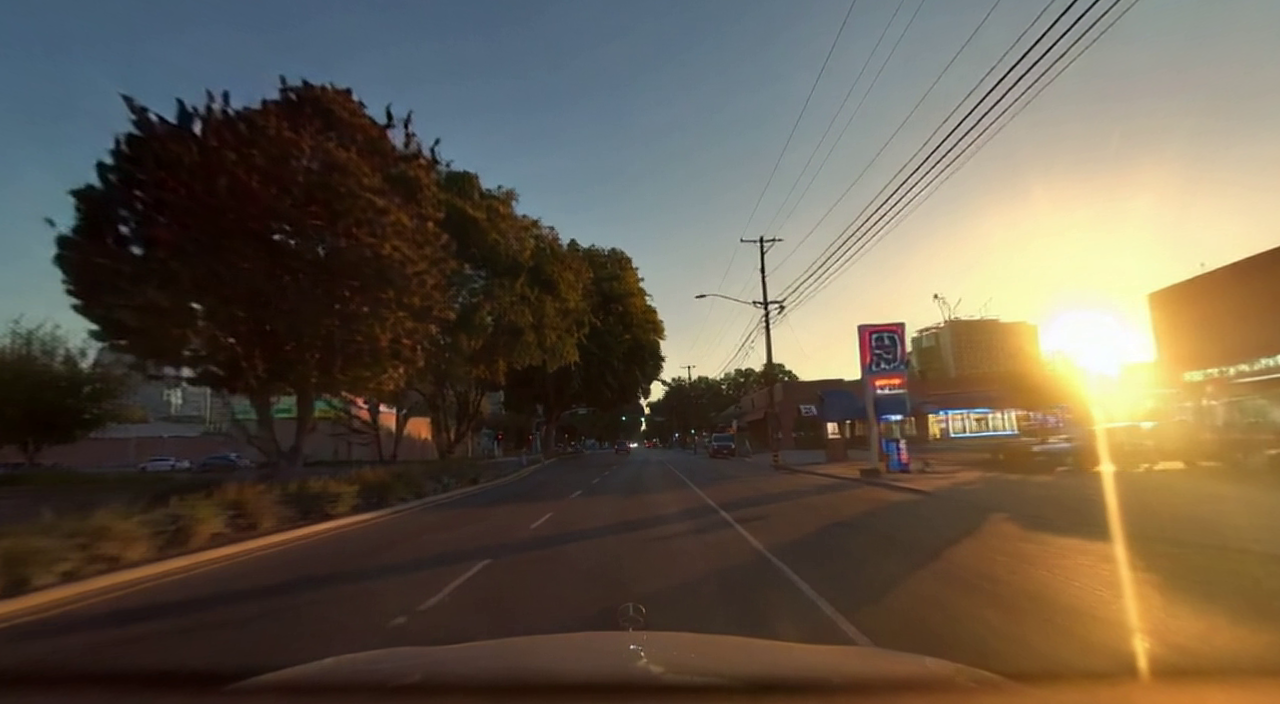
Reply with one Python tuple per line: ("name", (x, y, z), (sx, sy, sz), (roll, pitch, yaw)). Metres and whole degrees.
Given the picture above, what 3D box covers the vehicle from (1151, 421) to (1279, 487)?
("vehicle", (15.830, 2.595, 16.237), (4.167, 1.528, 1.874), (2, -9, -15))
